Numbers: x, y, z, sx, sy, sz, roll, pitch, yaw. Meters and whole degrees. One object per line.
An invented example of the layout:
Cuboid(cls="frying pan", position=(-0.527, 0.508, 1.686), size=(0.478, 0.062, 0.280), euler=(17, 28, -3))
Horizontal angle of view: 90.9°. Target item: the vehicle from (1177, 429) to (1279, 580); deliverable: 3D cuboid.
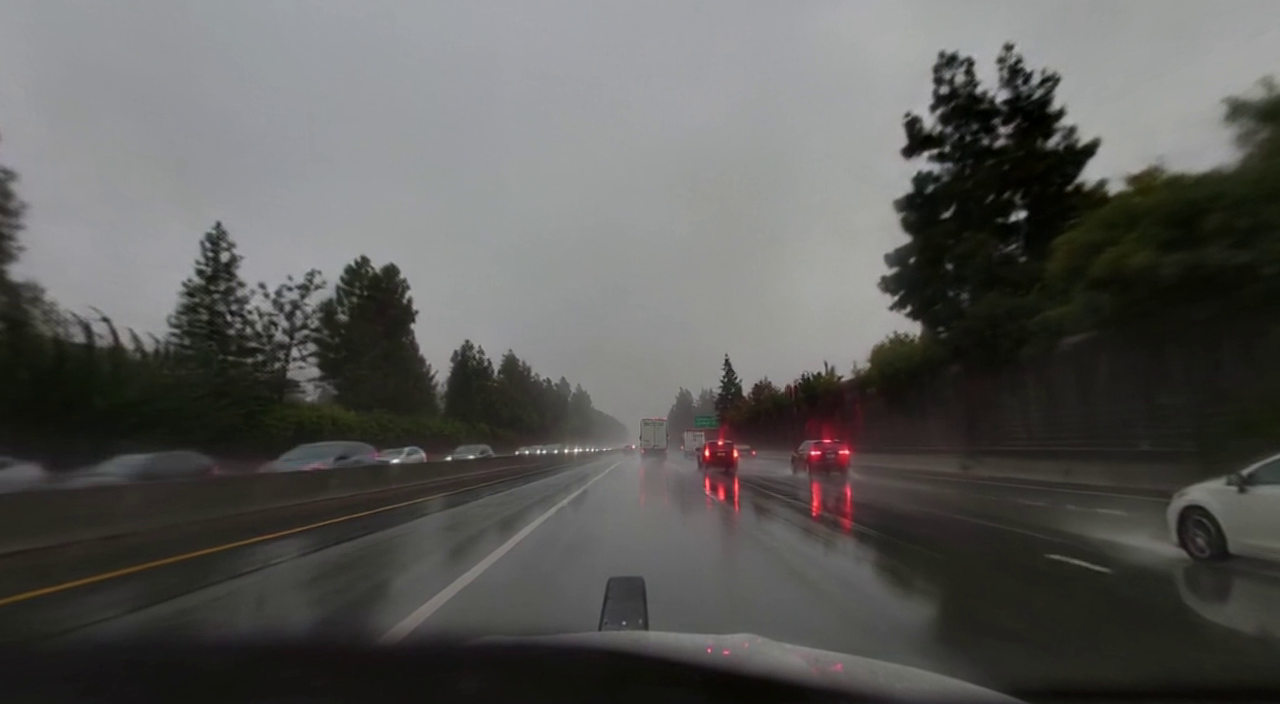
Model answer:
Cuboid(cls="vehicle", position=(7.416, 1.335, 5.007), size=(2.022, 1.488, 4.817), euler=(0, -8, -1))

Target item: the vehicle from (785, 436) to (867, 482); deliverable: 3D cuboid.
Cuboid(cls="vehicle", position=(7.434, 4.296, 25.660), size=(1.976, 1.703, 4.288), euler=(0, -8, -1))

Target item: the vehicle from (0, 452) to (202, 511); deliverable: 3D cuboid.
Cuboid(cls="vehicle", position=(-15.662, 3.726, 18.721), size=(1.895, 1.445, 4.696), euler=(0, -8, 0))

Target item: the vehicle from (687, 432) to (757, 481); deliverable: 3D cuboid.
Cuboid(cls="vehicle", position=(3.346, 4.393, 26.866), size=(2.209, 1.862, 4.717), euler=(0, -8, -2))

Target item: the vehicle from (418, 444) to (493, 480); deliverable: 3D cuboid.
Cuboid(cls="vehicle", position=(-8.269, 4.937, 28.749), size=(1.958, 1.503, 4.671), euler=(0, -8, 1))

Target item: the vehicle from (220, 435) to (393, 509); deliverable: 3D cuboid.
Cuboid(cls="vehicle", position=(-8.127, 2.933, 15.940), size=(1.997, 1.600, 4.277), euler=(0, -8, 0))
